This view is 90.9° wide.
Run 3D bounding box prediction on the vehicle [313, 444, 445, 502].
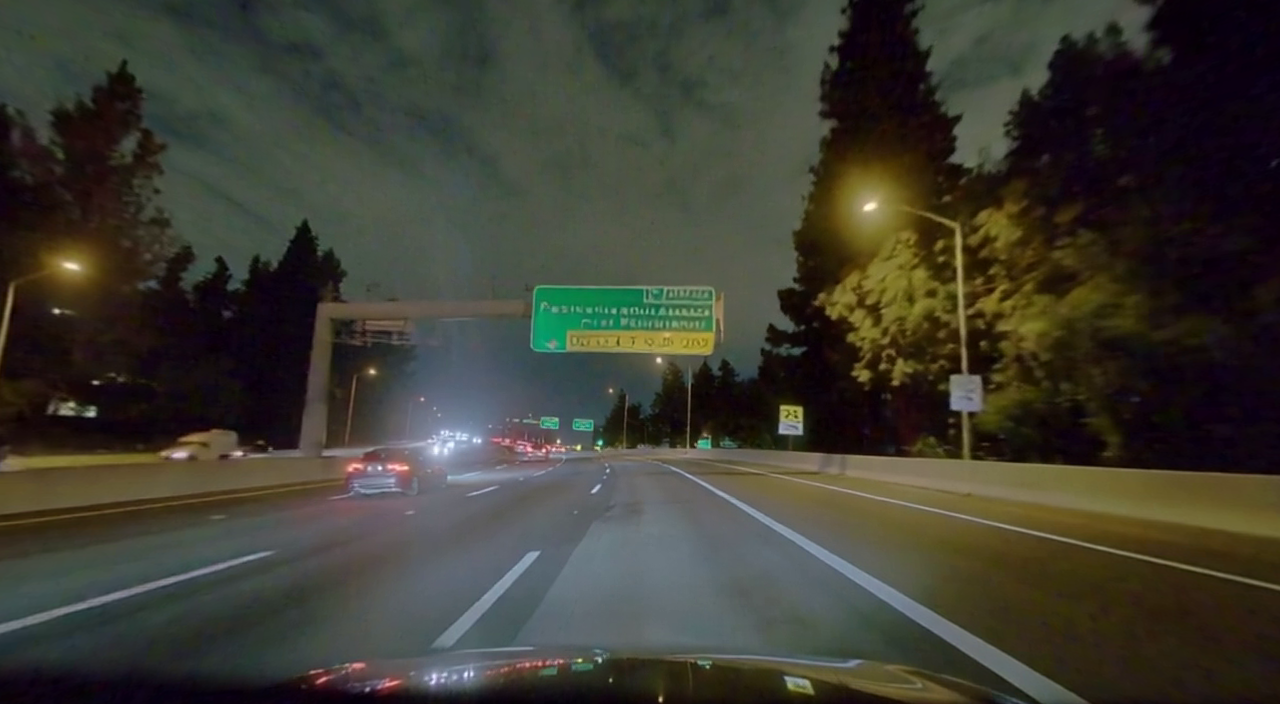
[{"bbox_3d":[-7.530,3.493,18.750,2.025,1.494,4.495,0,-8,-1],"label":"vehicle"}]
